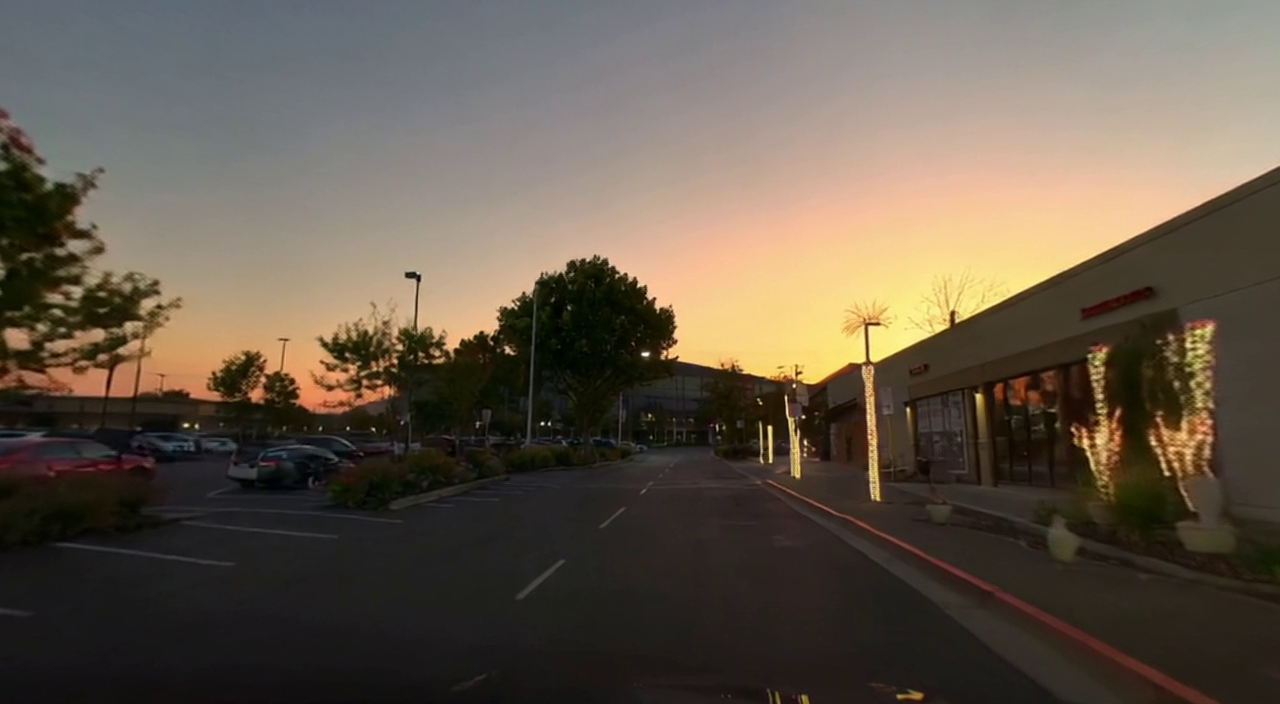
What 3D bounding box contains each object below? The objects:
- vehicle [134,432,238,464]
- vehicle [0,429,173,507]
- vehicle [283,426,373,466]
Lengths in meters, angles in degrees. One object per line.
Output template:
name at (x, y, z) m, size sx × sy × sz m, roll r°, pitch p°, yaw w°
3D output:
vehicle at (-23.897, 5.073, 33.509) m, size 1.876 × 1.591 × 4.470 m, roll -1°, pitch -8°, yaw 6°
vehicle at (-12.692, 2.406, 13.428) m, size 1.847 × 1.443 × 4.484 m, roll -1°, pitch -8°, yaw 5°
vehicle at (-16.057, 4.890, 32.840) m, size 1.972 × 1.923 × 4.535 m, roll -1°, pitch -8°, yaw 6°
